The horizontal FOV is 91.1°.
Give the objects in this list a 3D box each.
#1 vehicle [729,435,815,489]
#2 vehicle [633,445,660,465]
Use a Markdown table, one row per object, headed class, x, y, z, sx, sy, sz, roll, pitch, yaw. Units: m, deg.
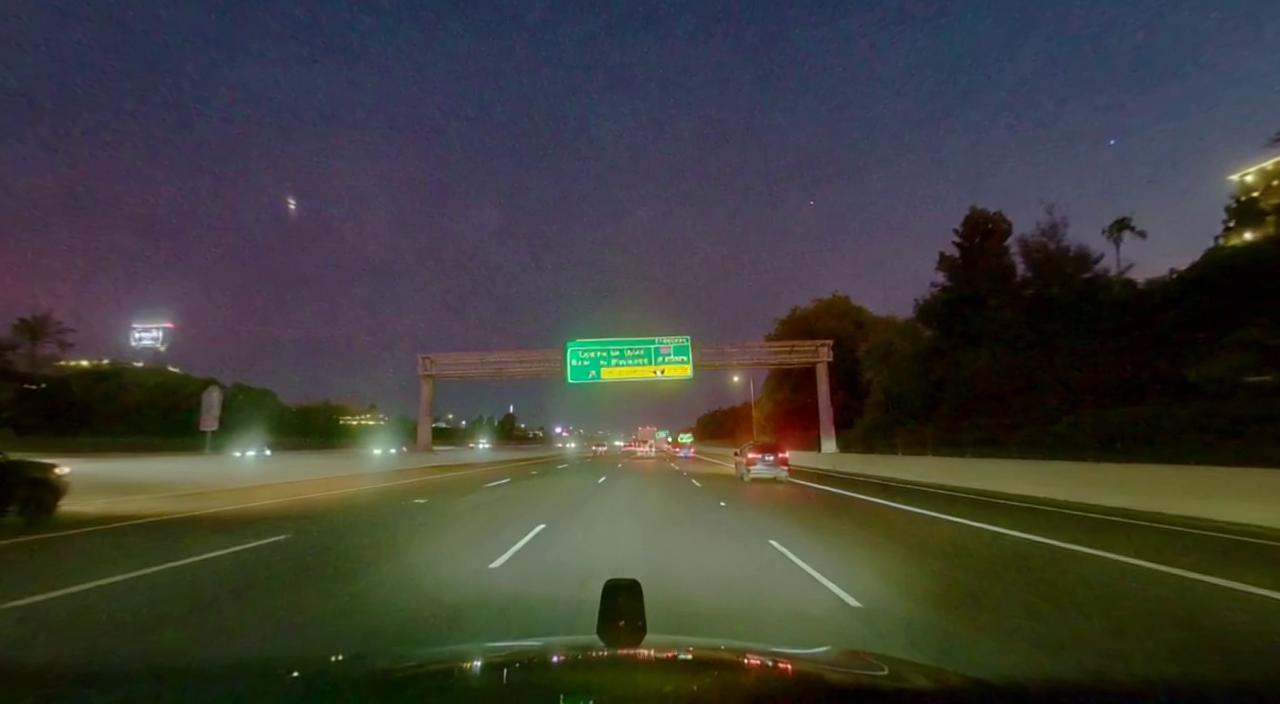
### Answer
| class | x | y | z | sx | sy | sz | roll | pitch | yaw |
| --- | --- | --- | --- | --- | --- | --- | --- | --- | --- |
| vehicle | 4.365 | 3.719 | 21.493 | 2.046 | 1.655 | 4.143 | 0 | -9 | 0 |
| vehicle | 0.428 | 7.858 | 48.103 | 1.946 | 1.493 | 4.083 | 0 | -9 | -1 |
